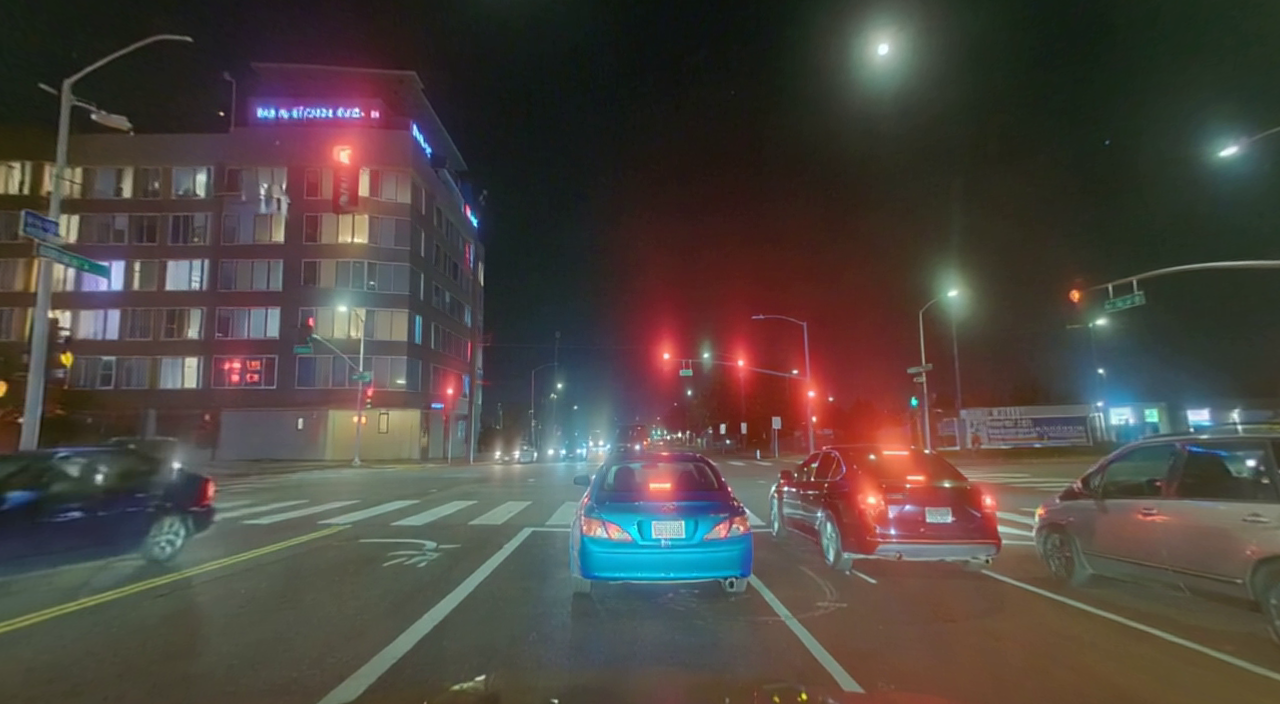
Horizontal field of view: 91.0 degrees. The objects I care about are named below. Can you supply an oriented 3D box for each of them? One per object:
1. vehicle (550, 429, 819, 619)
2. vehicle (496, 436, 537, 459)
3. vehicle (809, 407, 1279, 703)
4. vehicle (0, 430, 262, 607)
[{"bbox_3d":[0.244,1.660,7.080,2.132,1.464,4.089,0,-8,-3],"label":"vehicle"},{"bbox_3d":[-9.131,7.095,46.802,2.030,1.596,3.912,-1,-8,3],"label":"vehicle"},{"bbox_3d":[2.811,1.280,4.563,1.961,1.498,4.356,0,-8,0],"label":"vehicle"},{"bbox_3d":[-6.557,1.624,6.535,1.953,1.564,4.344,-2,-9,13],"label":"vehicle"}]
